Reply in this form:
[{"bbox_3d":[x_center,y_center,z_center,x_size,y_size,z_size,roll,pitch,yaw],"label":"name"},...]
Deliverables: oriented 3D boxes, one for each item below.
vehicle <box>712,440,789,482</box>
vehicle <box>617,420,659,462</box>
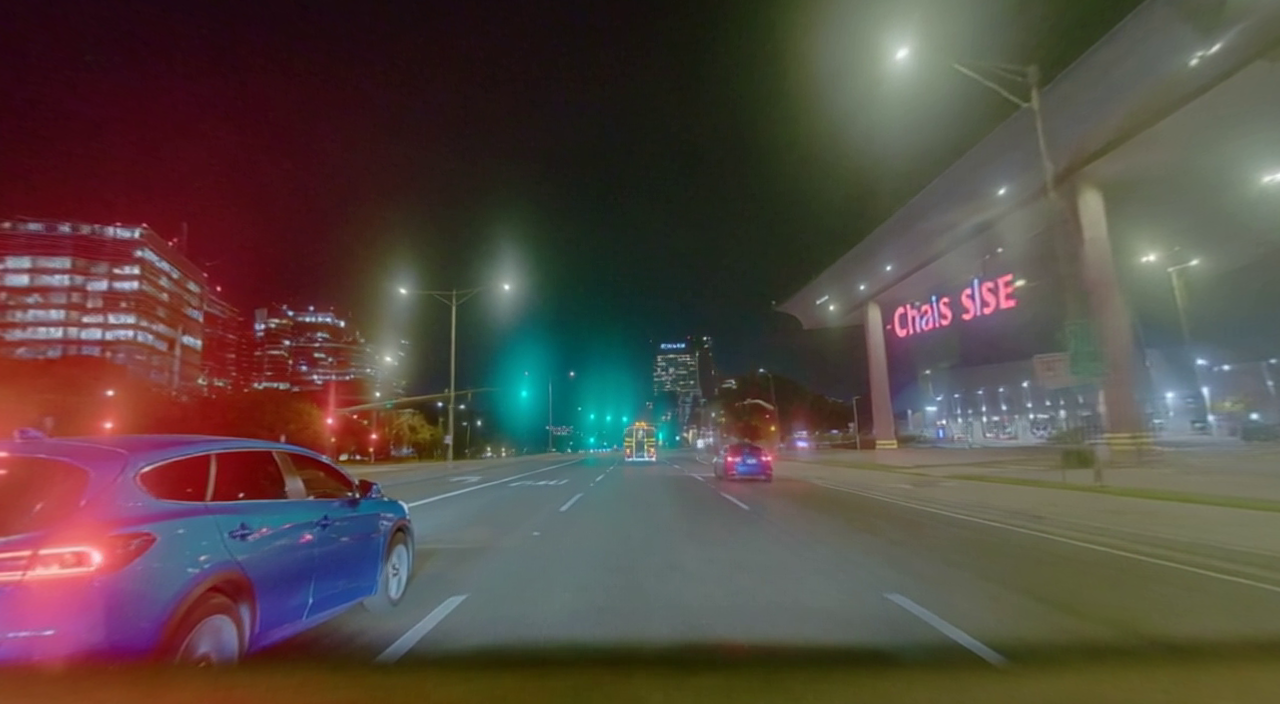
[{"bbox_3d":[4.078,4.106,24.093,2.005,1.442,4.675,0,-8,-1],"label":"vehicle"},{"bbox_3d":[-0.120,6.507,46.161,2.833,2.879,6.572,0,-8,0],"label":"vehicle"}]
